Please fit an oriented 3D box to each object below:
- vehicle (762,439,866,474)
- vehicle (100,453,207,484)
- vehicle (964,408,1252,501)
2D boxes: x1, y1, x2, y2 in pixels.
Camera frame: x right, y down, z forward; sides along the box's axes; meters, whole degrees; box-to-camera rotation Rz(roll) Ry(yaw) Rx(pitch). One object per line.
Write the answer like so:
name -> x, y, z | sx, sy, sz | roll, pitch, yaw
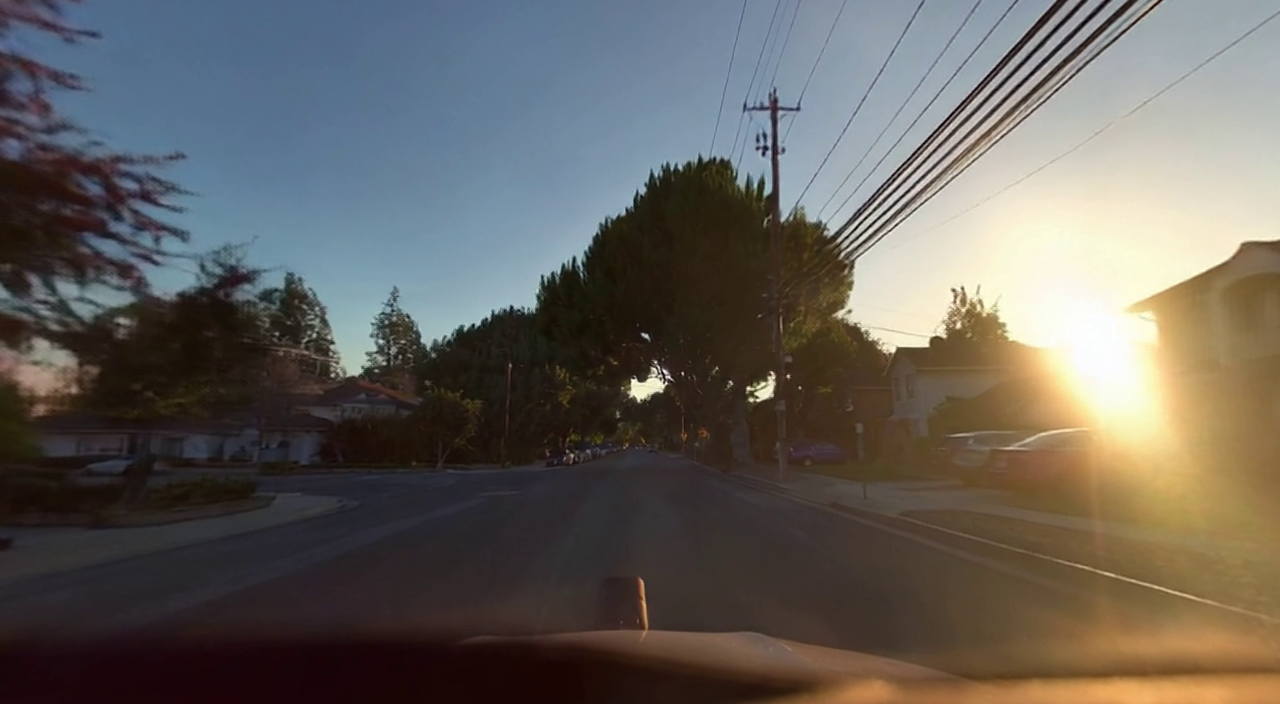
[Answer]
vehicle -> 9.135, 5.533, 33.585 | 4.846, 1.577, 2.146 | -2, -8, 0
vehicle -> -27.028, 6.464, 35.204 | 4.360, 1.582, 1.920 | 0, -7, -2
vehicle -> 10.241, 2.294, 14.230 | 4.686, 1.786, 2.019 | -3, -8, 5
